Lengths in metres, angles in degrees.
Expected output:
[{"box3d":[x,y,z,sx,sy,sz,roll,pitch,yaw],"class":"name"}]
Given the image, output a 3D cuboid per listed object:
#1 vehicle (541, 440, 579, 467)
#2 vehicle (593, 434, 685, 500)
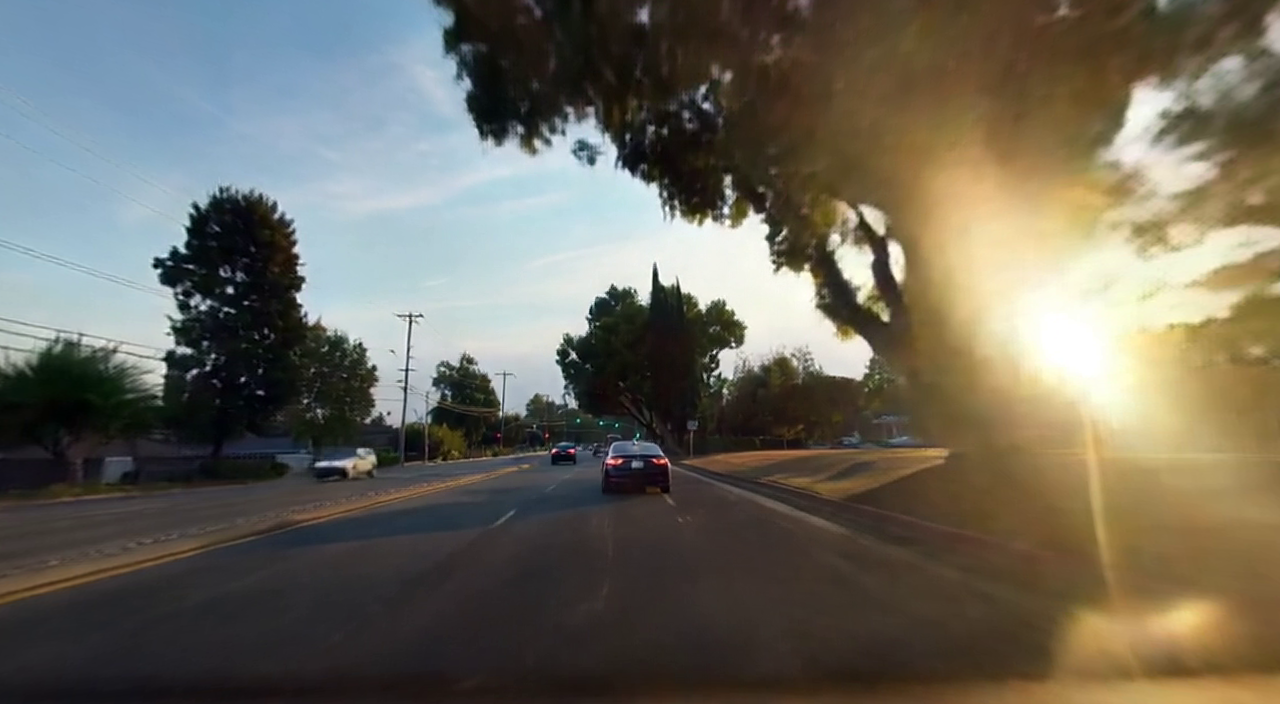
[{"box3d":[-5.485,7.007,43.548,2.189,1.776,4.342,0,-9,-2],"class":"vehicle"},{"box3d":[-0.168,3.205,17.937,2.235,1.597,4.918,1,-9,-3],"class":"vehicle"}]
